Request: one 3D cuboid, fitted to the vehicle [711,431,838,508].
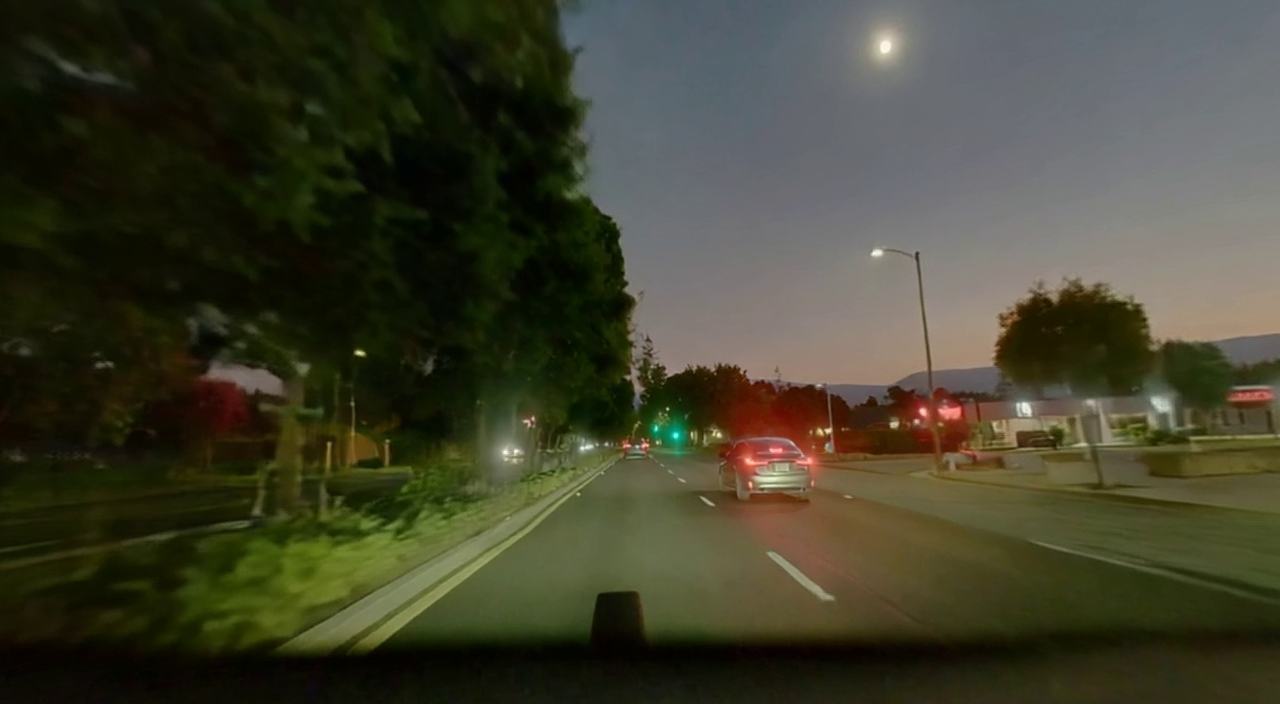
[{"bbox_3d":[3.146,2.855,15.916,1.995,1.616,4.729,0,-8,-2],"label":"vehicle"}]
